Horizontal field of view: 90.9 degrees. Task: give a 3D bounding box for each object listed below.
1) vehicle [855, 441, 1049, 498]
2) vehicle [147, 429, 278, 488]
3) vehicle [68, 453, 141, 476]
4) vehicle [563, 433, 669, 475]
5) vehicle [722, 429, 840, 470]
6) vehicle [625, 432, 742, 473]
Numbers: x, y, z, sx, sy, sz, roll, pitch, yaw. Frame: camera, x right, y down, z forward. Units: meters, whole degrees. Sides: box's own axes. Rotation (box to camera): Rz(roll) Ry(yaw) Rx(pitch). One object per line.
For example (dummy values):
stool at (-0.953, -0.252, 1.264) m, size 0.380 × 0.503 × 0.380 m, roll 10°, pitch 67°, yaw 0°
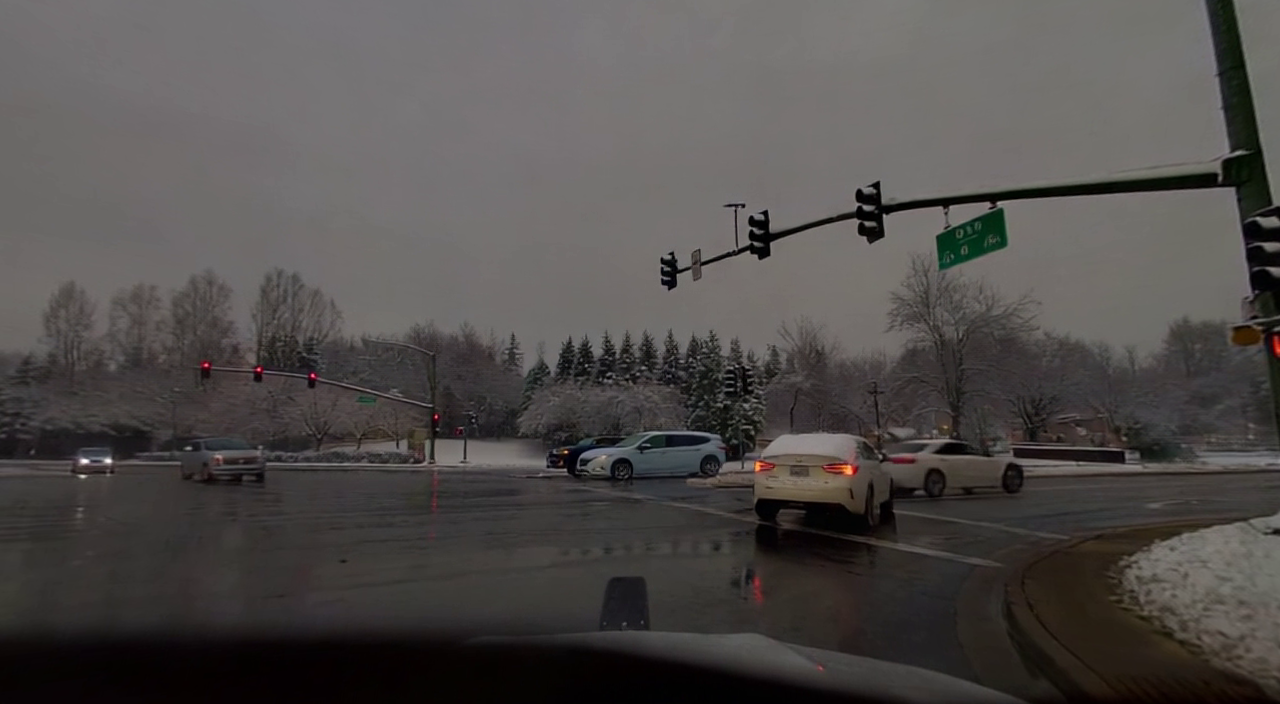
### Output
vehicle at (8.787, 3.263, 17.861) m, size 4.686 × 1.425 × 2.018 m, roll 2°, pitch -9°, yaw -16°
vehicle at (-15.206, 3.710, 22.313) m, size 5.332 × 1.807 × 2.450 m, roll -8°, pitch -11°, yaw 41°
vehicle at (-37.307, 7.814, 43.894) m, size 4.589 × 1.462 × 1.953 m, roll -4°, pitch -9°, yaw 23°
vehicle at (-1.065, 4.563, 28.503) m, size 4.360 × 1.749 × 1.895 m, roll 4°, pitch -10°, yaw -28°
vehicle at (7.301, 5.052, 32.531) m, size 5.791 × 1.964 × 2.199 m, roll 5°, pitch -10°, yaw -26°
vehicle at (1.808, 4.141, 26.149) m, size 4.483 × 1.589 × 1.852 m, roll 4°, pitch -9°, yaw -25°
